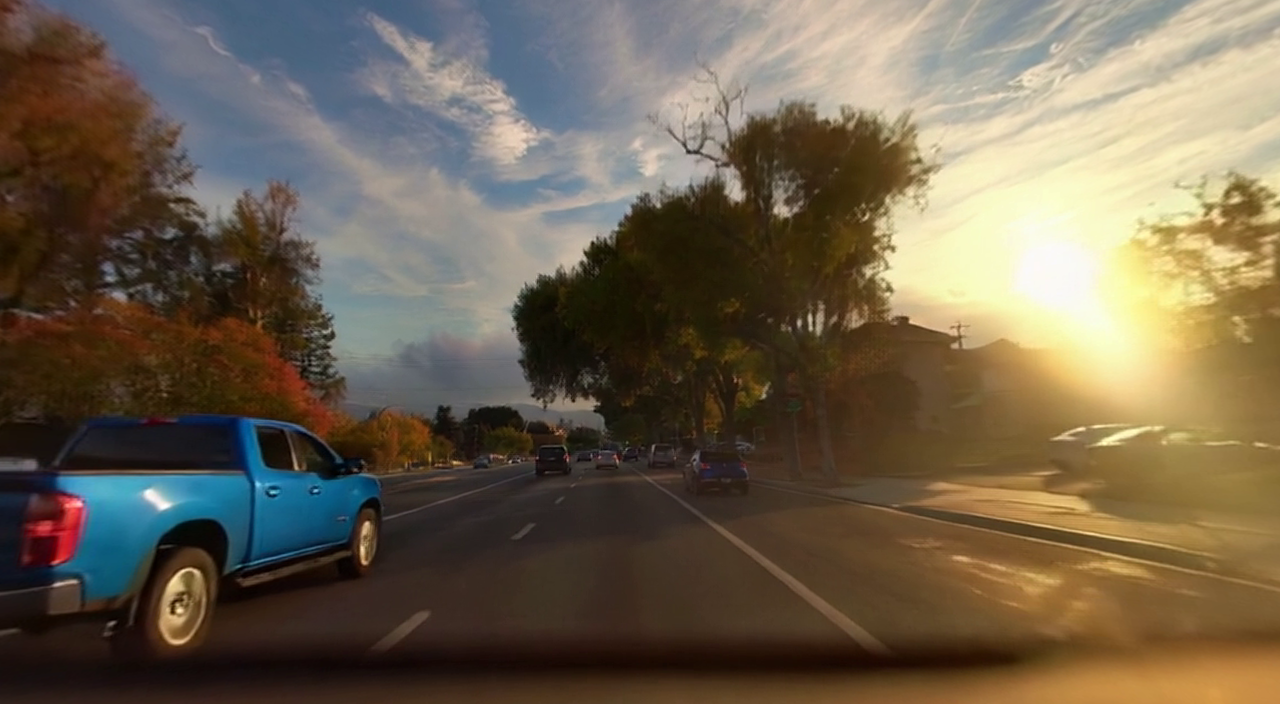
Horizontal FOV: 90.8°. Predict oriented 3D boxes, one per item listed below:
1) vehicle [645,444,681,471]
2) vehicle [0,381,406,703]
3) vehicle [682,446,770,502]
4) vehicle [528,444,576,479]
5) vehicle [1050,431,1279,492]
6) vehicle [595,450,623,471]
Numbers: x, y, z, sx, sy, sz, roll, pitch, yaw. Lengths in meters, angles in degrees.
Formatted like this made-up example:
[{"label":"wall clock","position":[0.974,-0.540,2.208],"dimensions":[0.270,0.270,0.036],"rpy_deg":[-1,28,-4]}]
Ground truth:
[{"label":"vehicle","position":[1.570,7.538,45.308],"dimensions":[2.099,1.845,4.363],"rpy_deg":[0,-9,-4]},{"label":"vehicle","position":[-4.047,1.391,5.454],"dimensions":[2.111,1.745,5.274],"rpy_deg":[0,-8,-1]},{"label":"vehicle","position":[2.452,3.589,19.108],"dimensions":[1.884,1.463,4.195],"rpy_deg":[0,-9,-3]},{"label":"vehicle","position":[-4.881,6.164,35.827],"dimensions":[2.218,1.829,4.492],"rpy_deg":[0,-9,-2]},{"label":"vehicle","position":[13.611,2.796,16.316],"dimensions":[4.597,1.439,2.062],"rpy_deg":[0,-9,-1]},{"label":"vehicle","position":[-2.440,8.275,48.416],"dimensions":[2.030,1.477,4.330],"rpy_deg":[0,-9,-4]}]
